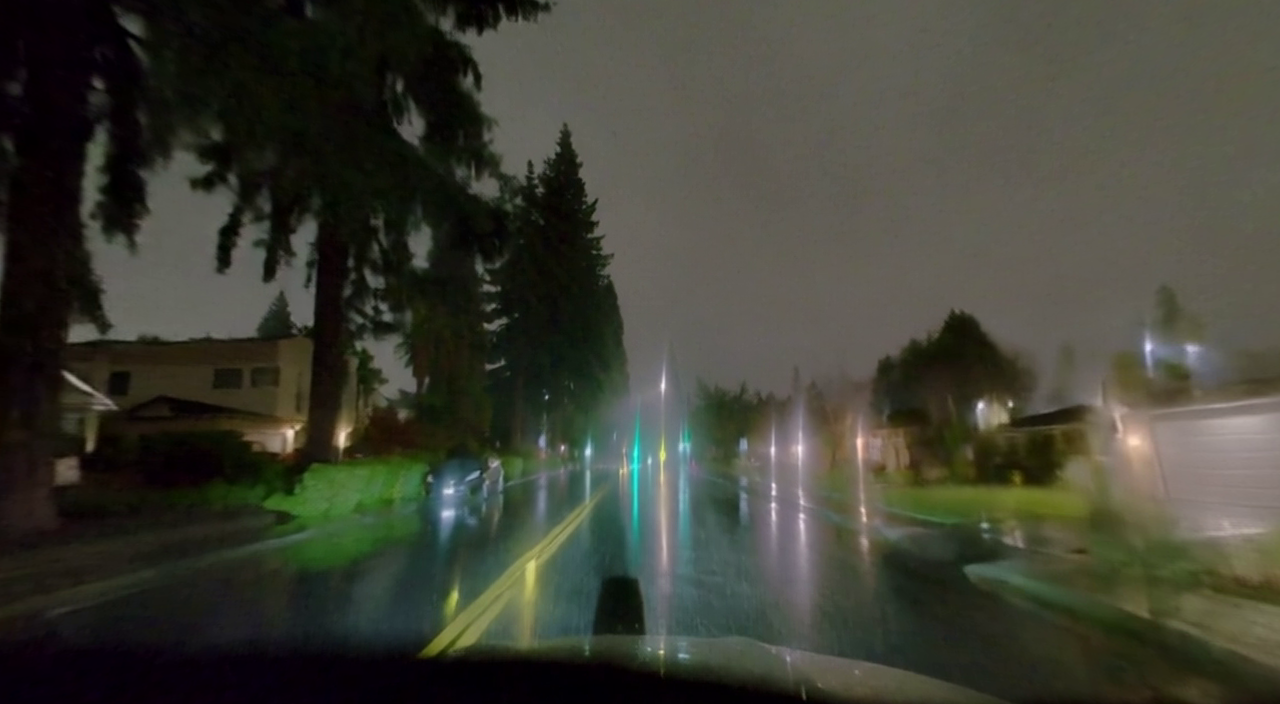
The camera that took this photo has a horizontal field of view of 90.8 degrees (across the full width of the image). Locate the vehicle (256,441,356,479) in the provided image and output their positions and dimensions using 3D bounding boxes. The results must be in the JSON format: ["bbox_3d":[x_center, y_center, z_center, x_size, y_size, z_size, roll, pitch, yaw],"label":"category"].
[{"bbox_3d":[-17.091,5.528,32.309,4.742,1.495,1.963,-9,-11,23],"label":"vehicle"}]

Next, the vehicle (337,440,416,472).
[{"bbox_3d":[-17.460,6.895,41.775,4.918,1.918,2.002,-7,-11,25],"label":"vehicle"}]

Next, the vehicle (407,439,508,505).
[{"bbox_3d":[-5.856,4.022,20.819,1.924,1.765,4.542,-5,-13,0],"label":"vehicle"}]

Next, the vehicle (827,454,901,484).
[{"bbox_3d":[14.591,7.547,41.105,4.231,1.493,1.941,0,-8,32],"label":"vehicle"}]
